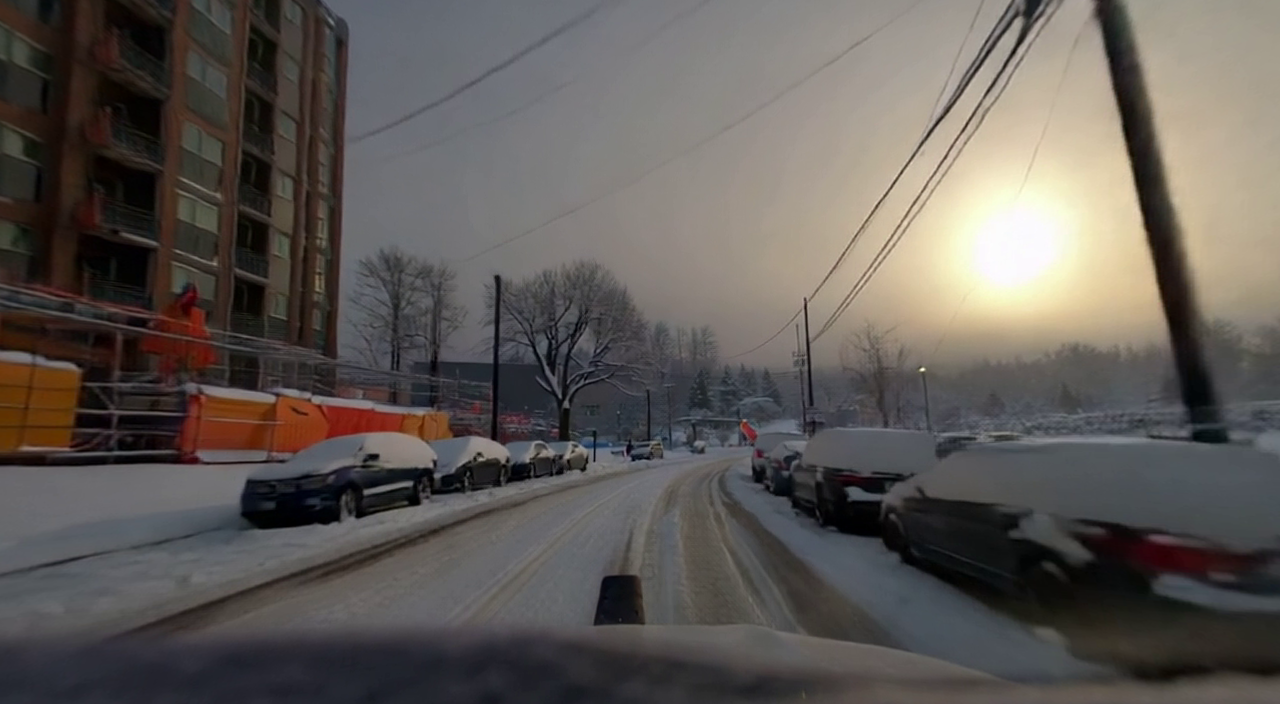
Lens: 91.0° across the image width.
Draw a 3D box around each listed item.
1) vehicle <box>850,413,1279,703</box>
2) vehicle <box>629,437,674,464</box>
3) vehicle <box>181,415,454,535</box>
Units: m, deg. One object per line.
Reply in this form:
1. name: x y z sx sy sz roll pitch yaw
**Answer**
1. vehicle: 3.541 1.422 5.381 2.013 1.566 4.573 0 -8 1
2. vehicle: 0.911 7.417 47.553 1.953 1.871 4.712 -3 -9 20
3. vehicle: -5.929 2.351 12.785 2.194 1.861 5.725 -1 -8 4
